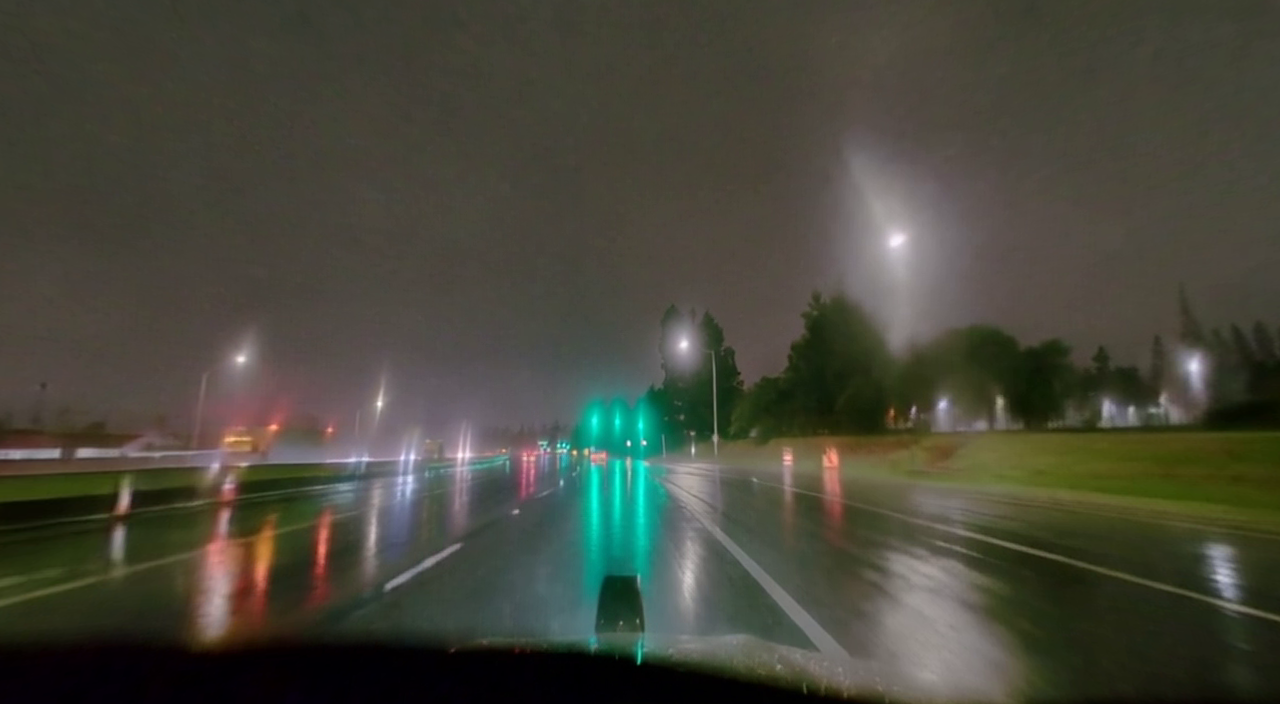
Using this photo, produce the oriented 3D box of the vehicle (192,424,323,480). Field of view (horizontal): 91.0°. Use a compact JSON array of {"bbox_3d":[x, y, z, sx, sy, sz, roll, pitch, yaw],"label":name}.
[{"bbox_3d":[-18.264,4.928,30.643,2.450,2.180,6.404,6,-11,-2],"label":"vehicle"}]
